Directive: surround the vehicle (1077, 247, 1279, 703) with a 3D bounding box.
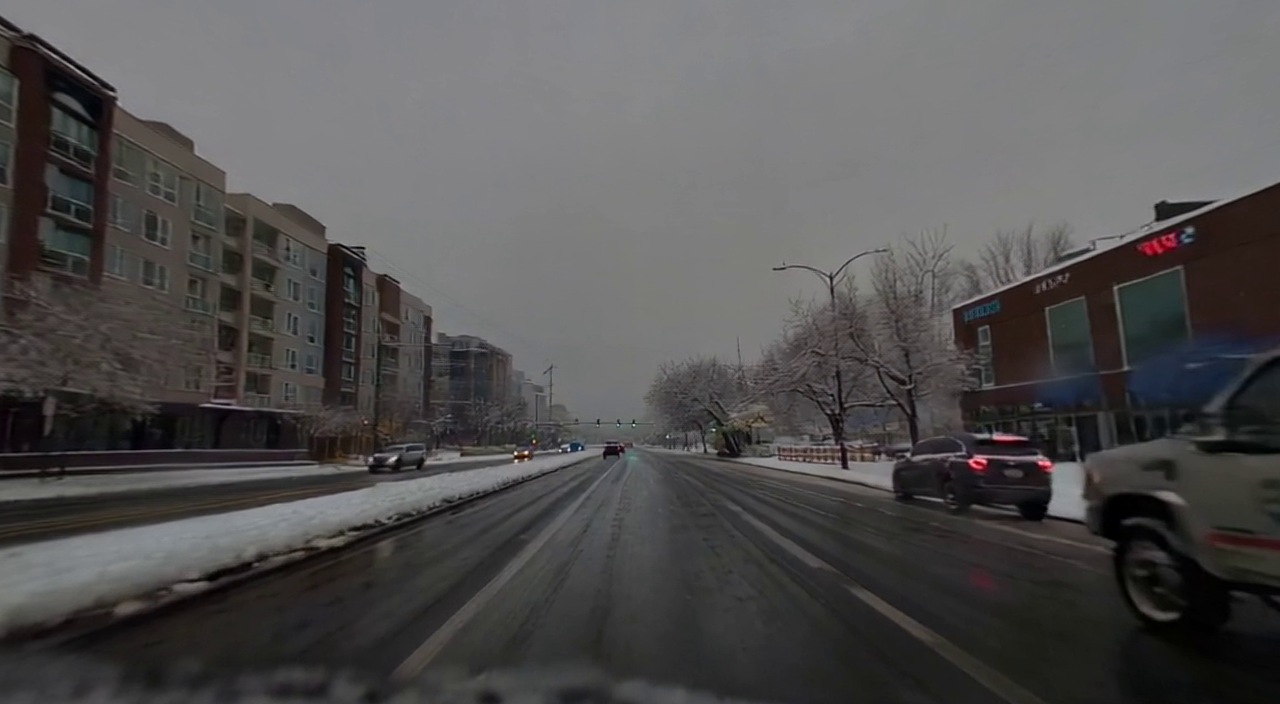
[{"bbox_3d":[4.714,0.437,1.694,2.723,2.409,5.869,0,-9,-1],"label":"vehicle"}]

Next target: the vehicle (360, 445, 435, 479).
[{"bbox_3d":[-11.409,5.202,30.087,1.834,1.482,4.349,0,-9,0],"label":"vehicle"}]

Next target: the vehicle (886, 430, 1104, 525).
[{"bbox_3d":[7.577,2.699,14.229,2.011,1.744,4.811,0,-9,-1],"label":"vehicle"}]
